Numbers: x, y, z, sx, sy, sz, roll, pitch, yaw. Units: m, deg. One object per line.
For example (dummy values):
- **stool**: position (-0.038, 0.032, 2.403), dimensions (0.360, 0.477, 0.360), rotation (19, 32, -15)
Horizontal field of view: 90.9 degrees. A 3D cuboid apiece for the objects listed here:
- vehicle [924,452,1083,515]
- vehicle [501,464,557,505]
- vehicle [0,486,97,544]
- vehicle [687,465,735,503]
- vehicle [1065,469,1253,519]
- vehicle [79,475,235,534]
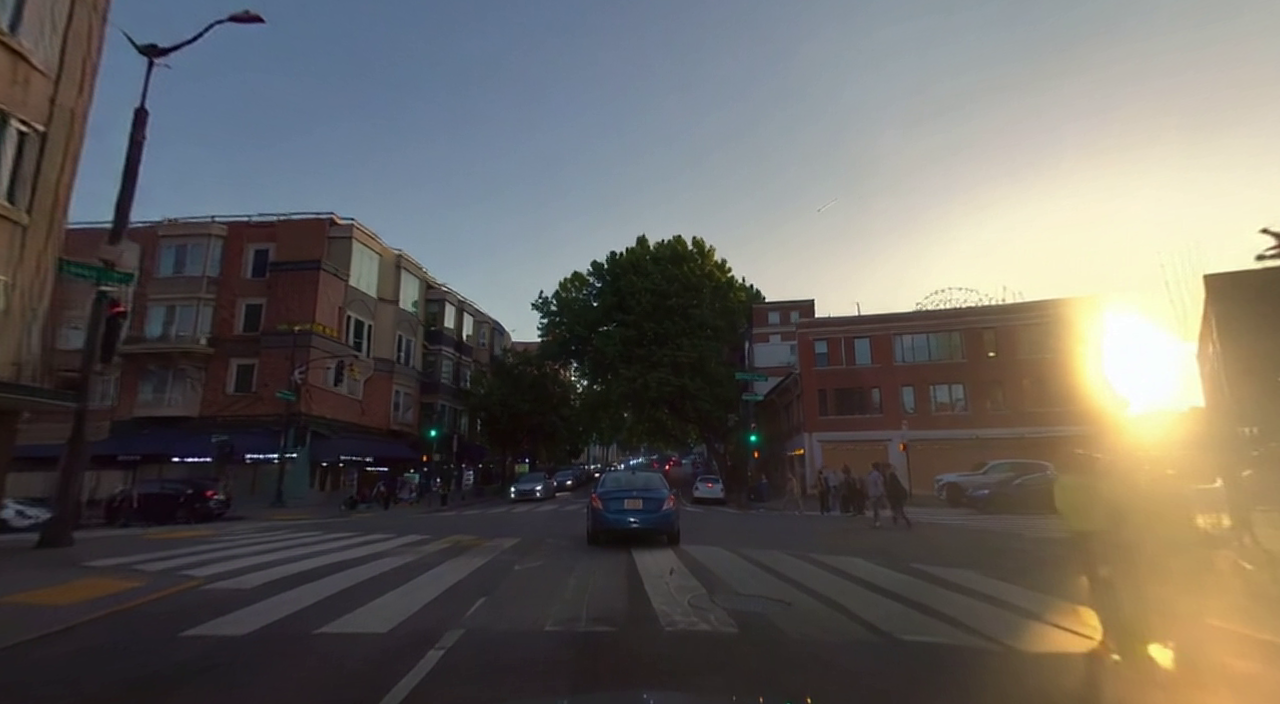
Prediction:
- **vehicle**: position (14.685, 5.314, 25.716), dimensions (4.974, 2.266, 2.324), rotation (-1, -8, -1)
- **vehicle**: position (-6.021, 7.232, 34.812), dimensions (2.226, 1.896, 4.438), rotation (-1, -8, 1)
- **vehicle**: position (-25.358, 6.593, 25.616), dimensions (4.588, 2.048, 2.110), rotation (-1, -8, 1)
- **vehicle**: position (3.802, 7.171, 34.552), dimensions (1.908, 1.741, 4.066), rotation (-1, -8, -3)
- **vehicle**: position (20.805, 5.701, 25.515), dimensions (5.345, 1.747, 2.410), rotation (-1, -8, 2)
- **vehicle**: position (-19.495, 6.148, 25.601), dimensions (4.750, 2.083, 2.002), rotation (-2, -8, 3)
